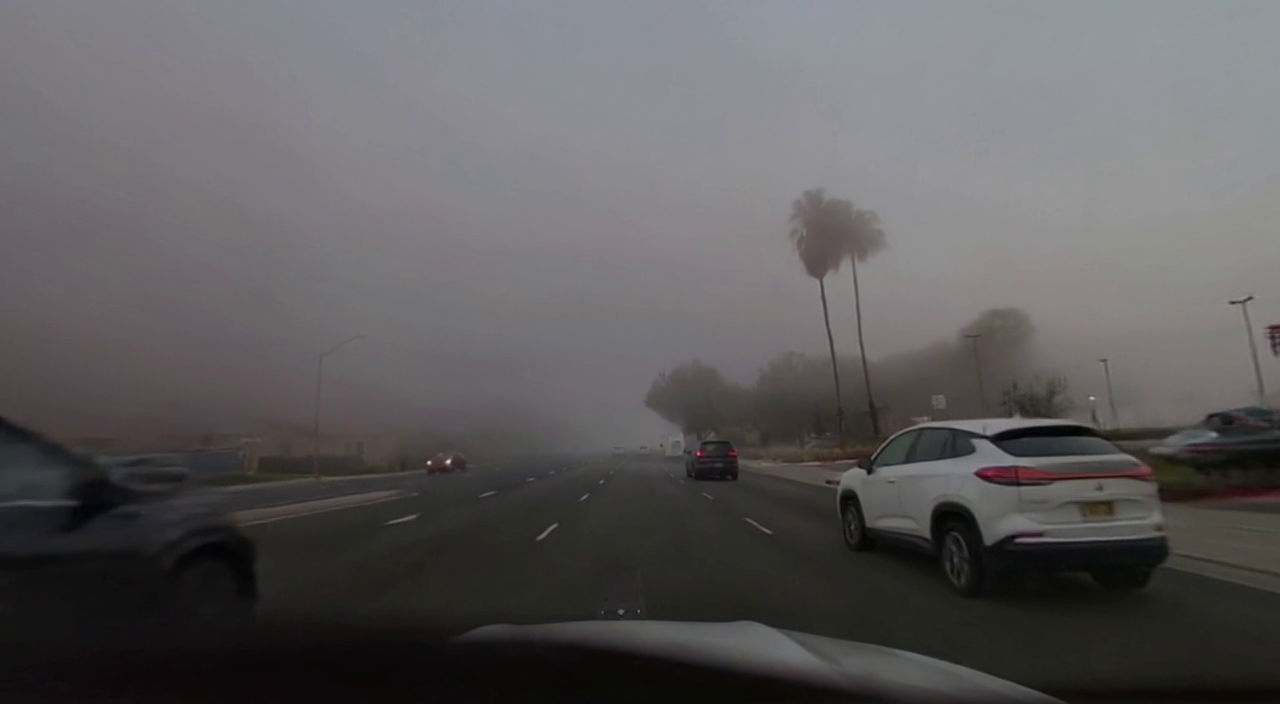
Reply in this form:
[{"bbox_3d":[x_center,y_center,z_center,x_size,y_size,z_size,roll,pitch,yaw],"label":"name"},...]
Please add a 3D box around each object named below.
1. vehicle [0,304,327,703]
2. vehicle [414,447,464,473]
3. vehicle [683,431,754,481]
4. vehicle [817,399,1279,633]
[{"bbox_3d":[-3.178,0.691,1.924,2.084,1.735,4.528,0,-9,0],"label":"vehicle"},{"bbox_3d":[-14.934,8.034,47.092,2.101,1.832,4.893,0,-9,0],"label":"vehicle"},{"bbox_3d":[3.234,4.421,26.929,2.244,1.901,4.561,0,-9,-2],"label":"vehicle"},{"bbox_3d":[3.594,1.509,6.725,2.084,1.682,4.148,0,-9,-2],"label":"vehicle"}]
